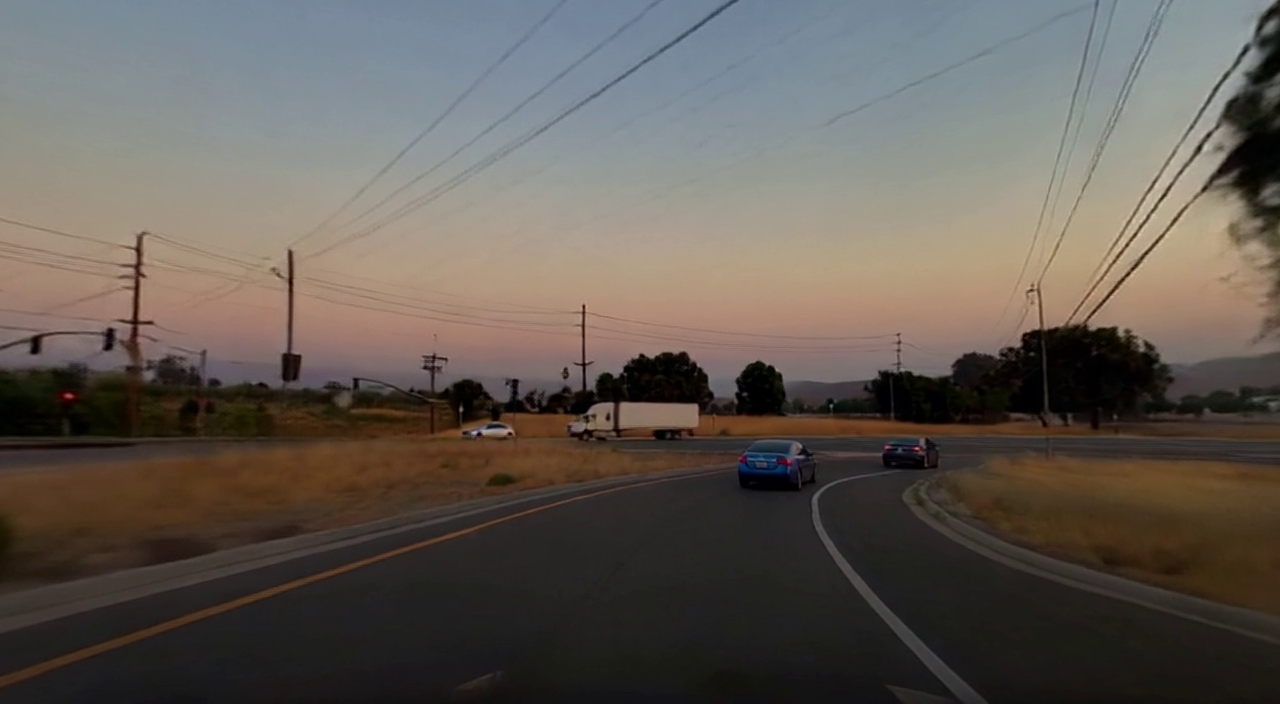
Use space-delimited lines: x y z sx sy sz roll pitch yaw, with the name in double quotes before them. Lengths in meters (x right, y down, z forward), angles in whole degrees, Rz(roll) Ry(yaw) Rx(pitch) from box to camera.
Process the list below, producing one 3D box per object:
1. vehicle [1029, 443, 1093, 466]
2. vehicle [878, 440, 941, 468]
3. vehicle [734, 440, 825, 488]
"vehicle" 31.010 7.524 46.416 4.102 1.552 1.931 4 -9 -25
"vehicle" 15.656 5.879 36.551 1.836 1.465 4.307 -8 -11 43
"vehicle" 4.782 3.670 21.075 2.026 1.407 4.374 -4 -9 25
